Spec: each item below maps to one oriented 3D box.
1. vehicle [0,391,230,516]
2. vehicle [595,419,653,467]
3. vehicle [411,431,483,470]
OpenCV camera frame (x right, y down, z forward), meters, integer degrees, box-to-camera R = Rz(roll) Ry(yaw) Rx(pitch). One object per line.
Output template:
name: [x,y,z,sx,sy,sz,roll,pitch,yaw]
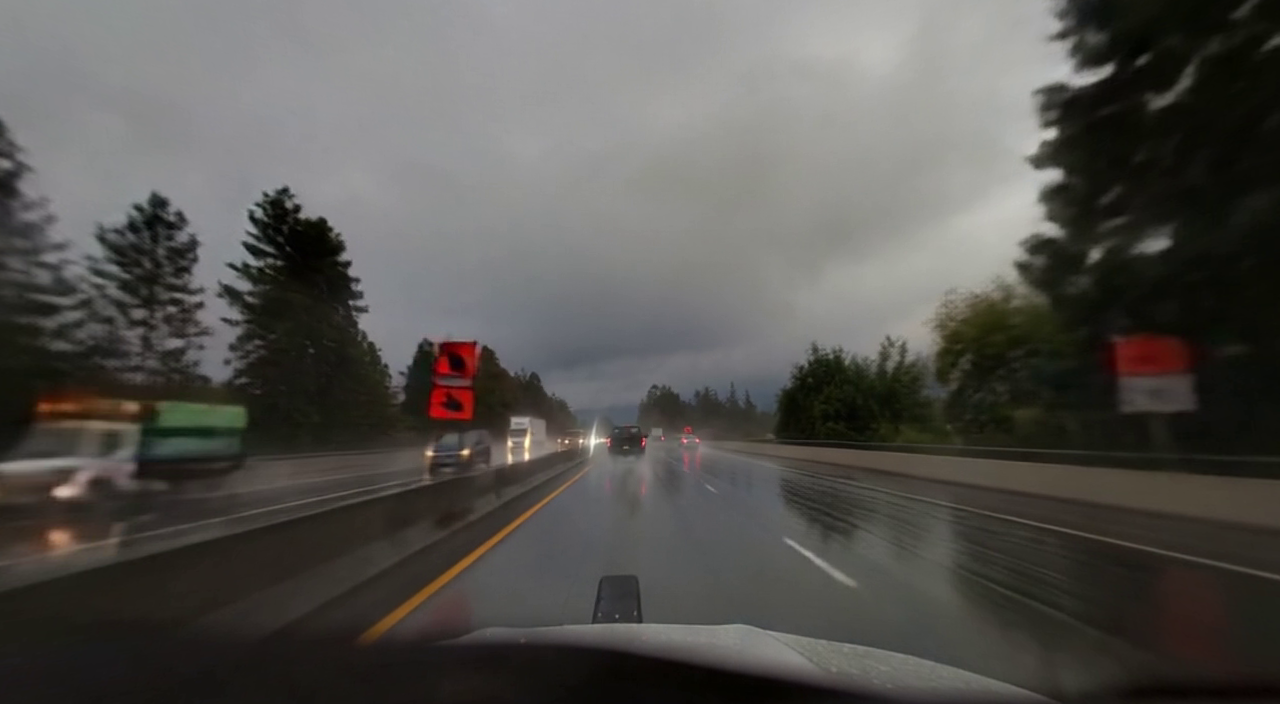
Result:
vehicle: [-13.702,2.597,16.578,2.532,2.792,4.713,0,-8,-1]
vehicle: [-0.745,4.227,29.353,2.503,2.044,4.633,0,-8,-2]
vehicle: [-9.176,4.727,30.405,2.020,1.712,4.717,0,-8,-1]
